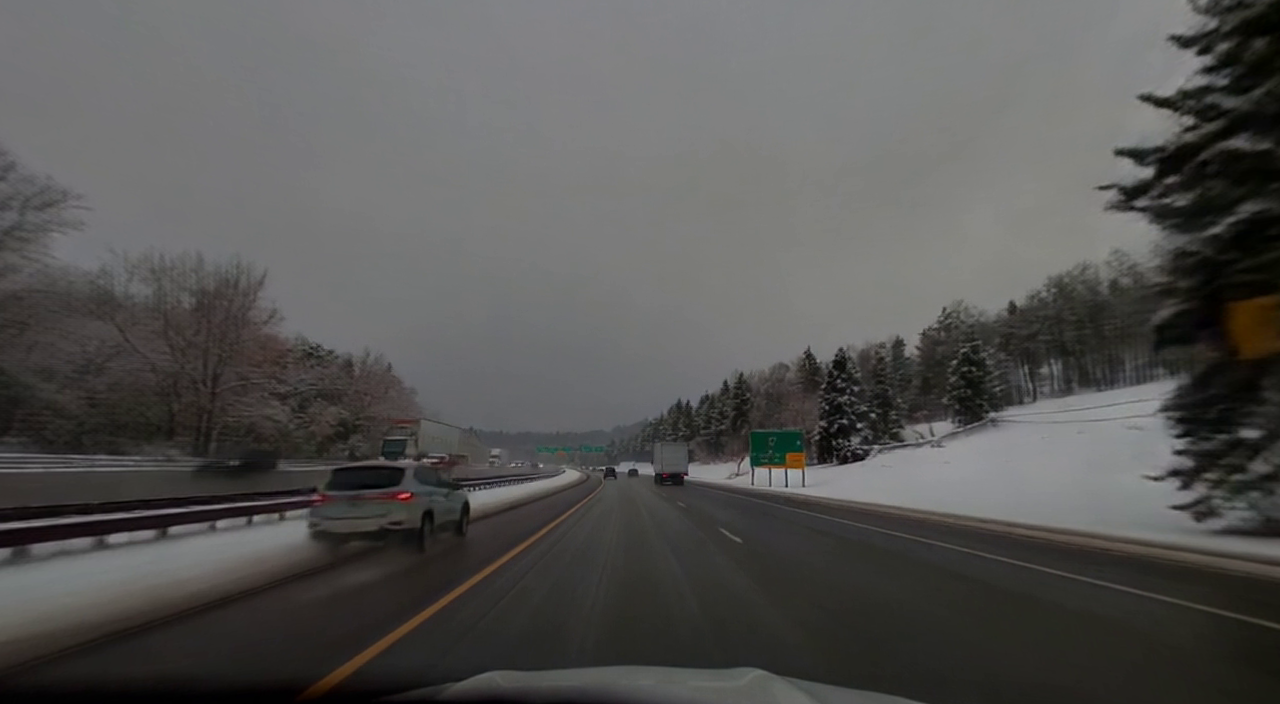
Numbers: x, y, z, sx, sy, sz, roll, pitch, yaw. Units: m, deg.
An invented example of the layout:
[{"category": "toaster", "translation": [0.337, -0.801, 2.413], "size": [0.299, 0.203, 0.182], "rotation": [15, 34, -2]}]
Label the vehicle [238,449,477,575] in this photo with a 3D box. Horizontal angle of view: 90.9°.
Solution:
[{"category": "vehicle", "translation": [-3.937, 2.311, 9.630], "size": [1.868, 1.485, 3.770], "rotation": [1, -11, 0]}]
